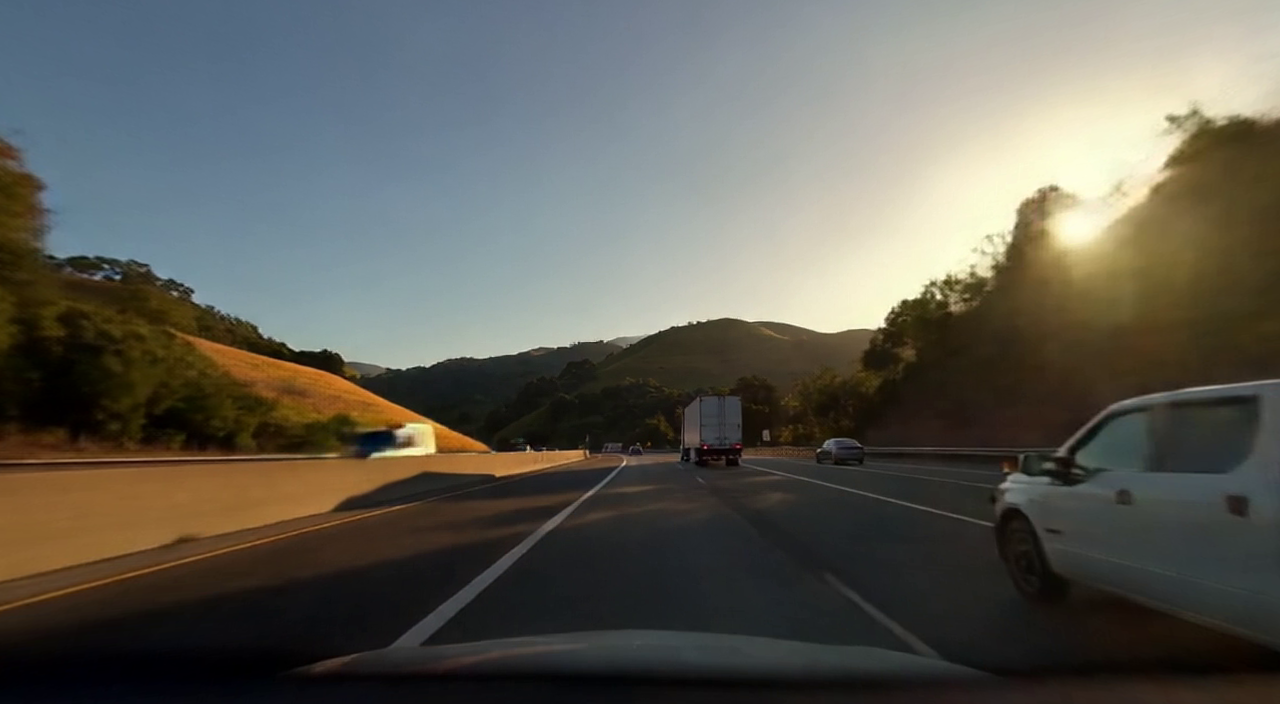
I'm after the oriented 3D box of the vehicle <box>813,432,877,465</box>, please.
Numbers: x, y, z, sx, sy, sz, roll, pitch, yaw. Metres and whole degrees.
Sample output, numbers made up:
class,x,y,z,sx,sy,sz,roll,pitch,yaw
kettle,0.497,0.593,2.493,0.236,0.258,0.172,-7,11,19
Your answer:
class,x,y,z,sx,sy,sz,roll,pitch,yaw
vehicle,11.681,5.553,36.240,2.046,1.741,4.769,0,-9,-1

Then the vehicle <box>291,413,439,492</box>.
class,x,y,z,sx,sy,sz,roll,pitch,yaw
vehicle,-8.973,3.381,21.356,2.318,2.271,5.847,0,-9,0

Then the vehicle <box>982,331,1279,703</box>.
class,x,y,z,sx,sy,sz,roll,pitch,yaw
vehicle,3.811,0.816,2.914,2.055,1.737,4.224,0,-9,0

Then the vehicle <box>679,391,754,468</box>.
class,x,y,z,sx,sy,sz,roll,pitch,yaw
vehicle,4.304,4.839,38.190,3.049,3.968,10.706,0,-9,-1
